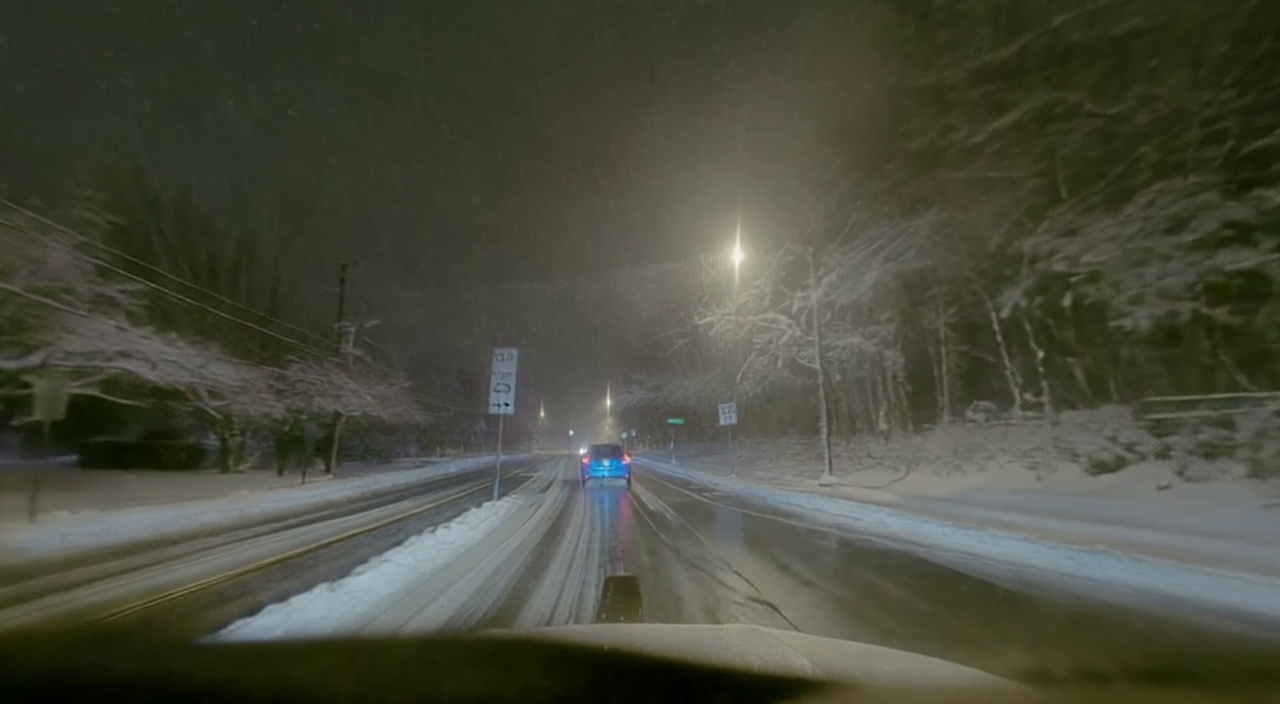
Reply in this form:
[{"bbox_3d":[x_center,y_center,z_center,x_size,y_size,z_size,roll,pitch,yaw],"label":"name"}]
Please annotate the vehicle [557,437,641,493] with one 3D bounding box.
[{"bbox_3d":[-1.284,3.443,19.655,2.295,1.510,4.364,1,-8,-4],"label":"vehicle"}]
